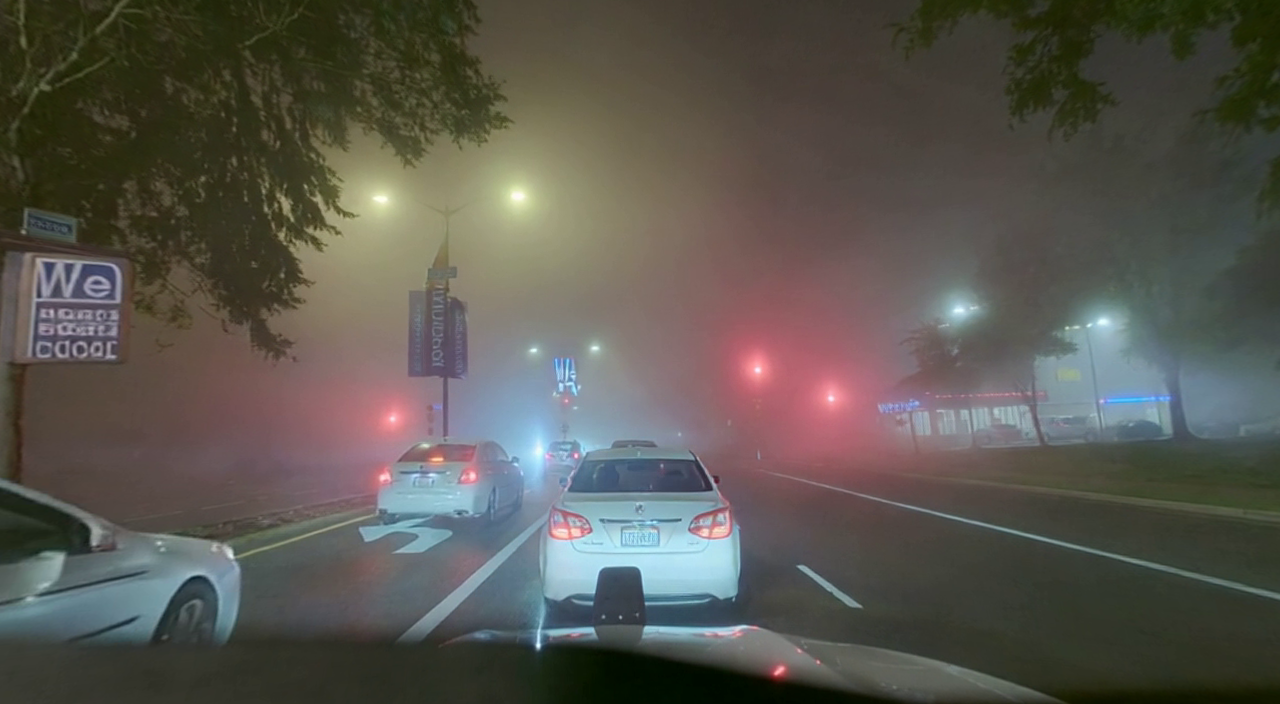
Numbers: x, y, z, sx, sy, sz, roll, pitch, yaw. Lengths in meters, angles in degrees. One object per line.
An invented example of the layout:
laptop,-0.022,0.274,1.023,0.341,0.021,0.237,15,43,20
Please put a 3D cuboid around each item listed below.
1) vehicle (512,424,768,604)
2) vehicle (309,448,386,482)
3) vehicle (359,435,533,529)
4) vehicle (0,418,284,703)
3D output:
vehicle,-0.054,1.640,7.304,2.126,1.475,3.967,0,-8,-2
vehicle,-16.324,6.310,35.555,2.221,1.732,4.426,0,-8,-1
vehicle,-3.484,2.413,12.392,1.961,1.487,4.453,0,-8,1
vehicle,-3.330,0.901,1.864,1.952,1.431,4.383,0,-8,1
